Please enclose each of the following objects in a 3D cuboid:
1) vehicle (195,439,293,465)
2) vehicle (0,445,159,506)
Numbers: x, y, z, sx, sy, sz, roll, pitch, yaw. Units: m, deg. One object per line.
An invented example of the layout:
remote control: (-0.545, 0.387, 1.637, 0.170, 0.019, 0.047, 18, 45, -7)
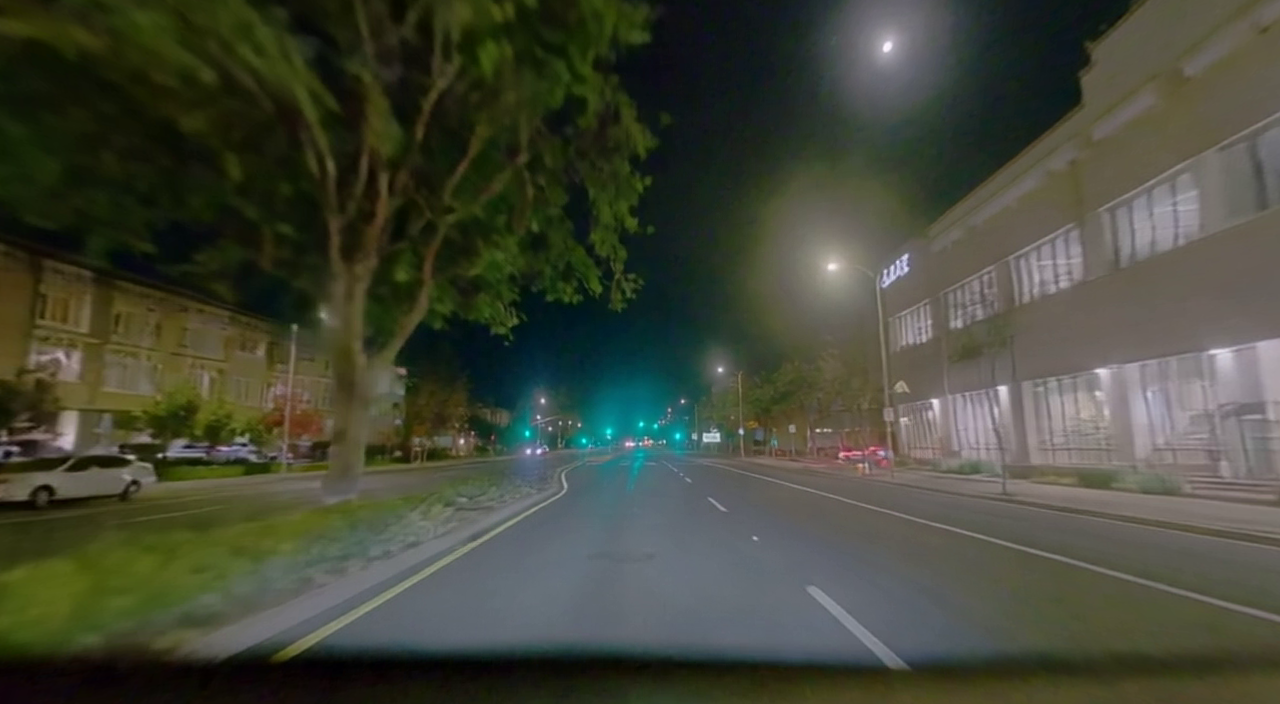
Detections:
vehicle: (-25.890, 6.546, 41.177, 4.946, 1.656, 2.016, 1, -8, -4)
vehicle: (-18.889, 3.871, 20.299, 2.177, 1.656, 5.516, 0, -8, 1)
